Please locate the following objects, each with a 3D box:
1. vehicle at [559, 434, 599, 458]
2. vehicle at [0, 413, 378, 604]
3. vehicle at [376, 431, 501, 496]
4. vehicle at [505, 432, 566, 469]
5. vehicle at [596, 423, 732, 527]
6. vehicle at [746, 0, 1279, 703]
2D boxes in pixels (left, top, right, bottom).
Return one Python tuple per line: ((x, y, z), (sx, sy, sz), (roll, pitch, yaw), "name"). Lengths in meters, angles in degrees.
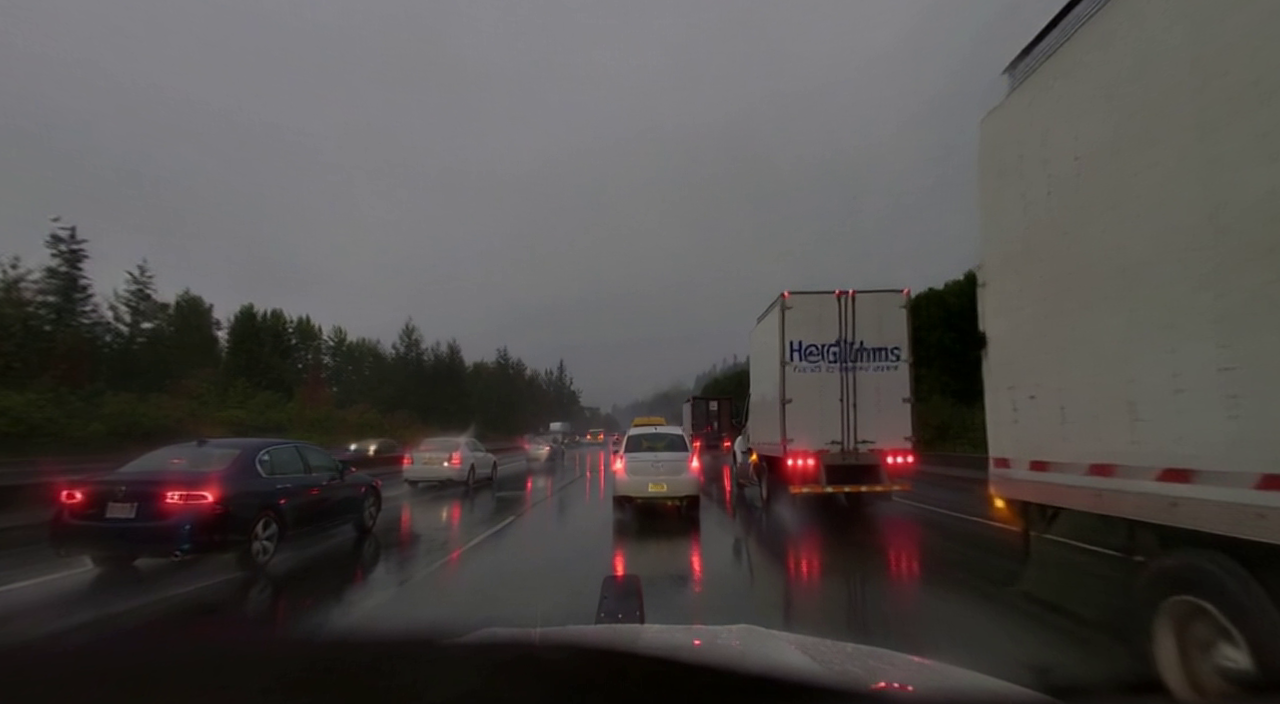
((-3.836, 5.964, 40.174), (2.005, 1.475, 4.466), (0, -8, 2), "vehicle")
((-4.586, 1.505, 6.941), (1.821, 1.514, 3.677), (0, -8, 0), "vehicle")
((-5.032, 2.815, 16.380), (1.880, 1.458, 3.978), (0, -8, 1), "vehicle")
((-4.537, 4.339, 28.035), (1.887, 1.493, 4.411), (0, -8, 1), "vehicle")
((0.328, 2.036, 11.011), (1.973, 1.505, 3.568), (0, -8, -1), "vehicle")
((4.009, 0.346, 7.822), (2.817, 3.989, 14.321), (0, -8, 0), "vehicle")
